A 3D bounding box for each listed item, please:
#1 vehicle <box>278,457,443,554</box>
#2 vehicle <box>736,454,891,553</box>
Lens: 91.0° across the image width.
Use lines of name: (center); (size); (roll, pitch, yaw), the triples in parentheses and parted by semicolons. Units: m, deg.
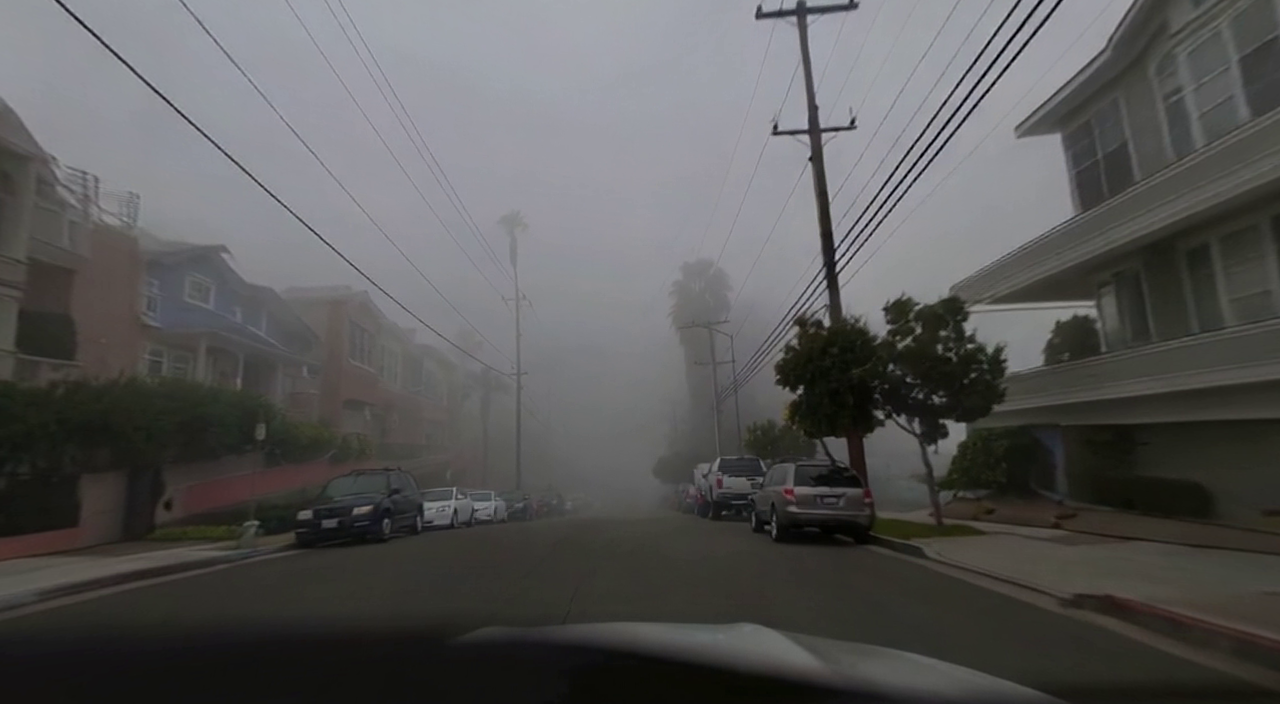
vehicle: (-6.521, 3.560, 15.486); (1.933, 1.824, 5.142); (0, -8, -3)
vehicle: (3.048, 2.713, 11.953); (1.756, 1.455, 3.965); (0, -8, -1)
